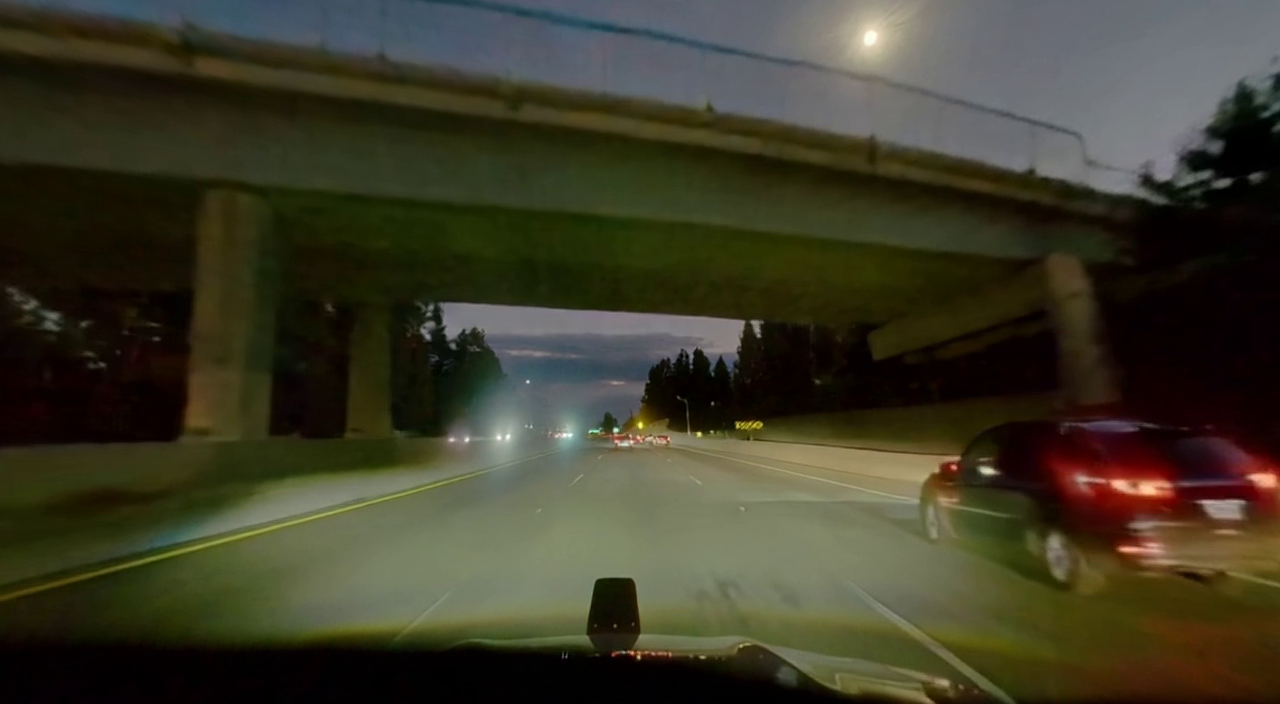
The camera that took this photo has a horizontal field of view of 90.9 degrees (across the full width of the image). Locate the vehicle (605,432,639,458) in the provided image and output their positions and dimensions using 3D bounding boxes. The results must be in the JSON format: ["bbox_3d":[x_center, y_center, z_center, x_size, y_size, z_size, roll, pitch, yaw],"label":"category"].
[{"bbox_3d":[-1.072,5.548,37.753,1.987,1.440,3.565,0,-8,-1],"label":"vehicle"}]

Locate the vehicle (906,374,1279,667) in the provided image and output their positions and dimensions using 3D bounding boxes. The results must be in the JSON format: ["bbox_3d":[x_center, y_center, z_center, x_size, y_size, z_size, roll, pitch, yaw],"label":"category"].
[{"bbox_3d":[4.094,1.179,5.422,1.892,1.600,3.782,0,-8,-1],"label":"vehicle"}]
